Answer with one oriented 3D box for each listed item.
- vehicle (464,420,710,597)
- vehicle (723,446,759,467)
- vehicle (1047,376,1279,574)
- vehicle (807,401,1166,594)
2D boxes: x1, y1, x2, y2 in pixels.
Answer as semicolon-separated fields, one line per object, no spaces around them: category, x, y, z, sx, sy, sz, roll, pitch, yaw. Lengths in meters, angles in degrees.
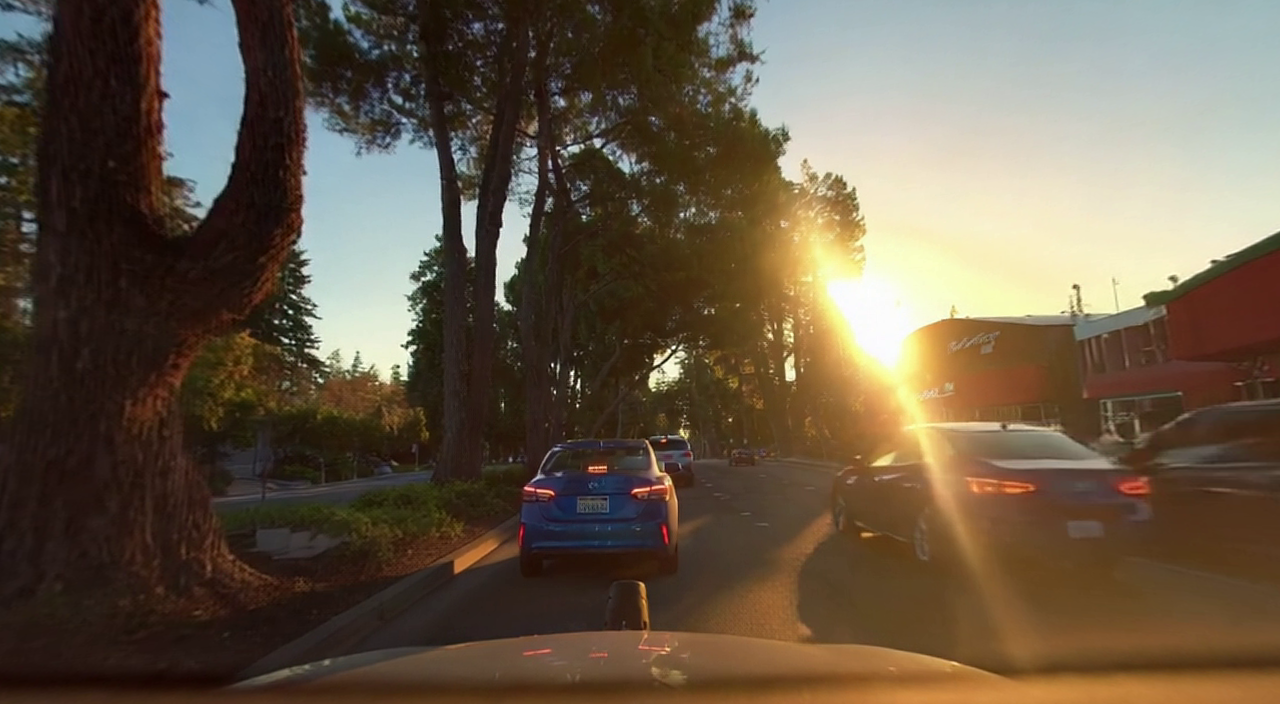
vehicle;-0.475;1.643;7.471;2.111;1.506;4.018;0;-8;-1
vehicle;7.292;7.567;45.575;1.909;1.380;3.905;0;-8;0
vehicle;7.205;1.264;6.584;2.253;1.854;5.409;0;-8;0
vehicle;3.561;1.566;7.597;1.946;1.648;4.230;0;-8;1
